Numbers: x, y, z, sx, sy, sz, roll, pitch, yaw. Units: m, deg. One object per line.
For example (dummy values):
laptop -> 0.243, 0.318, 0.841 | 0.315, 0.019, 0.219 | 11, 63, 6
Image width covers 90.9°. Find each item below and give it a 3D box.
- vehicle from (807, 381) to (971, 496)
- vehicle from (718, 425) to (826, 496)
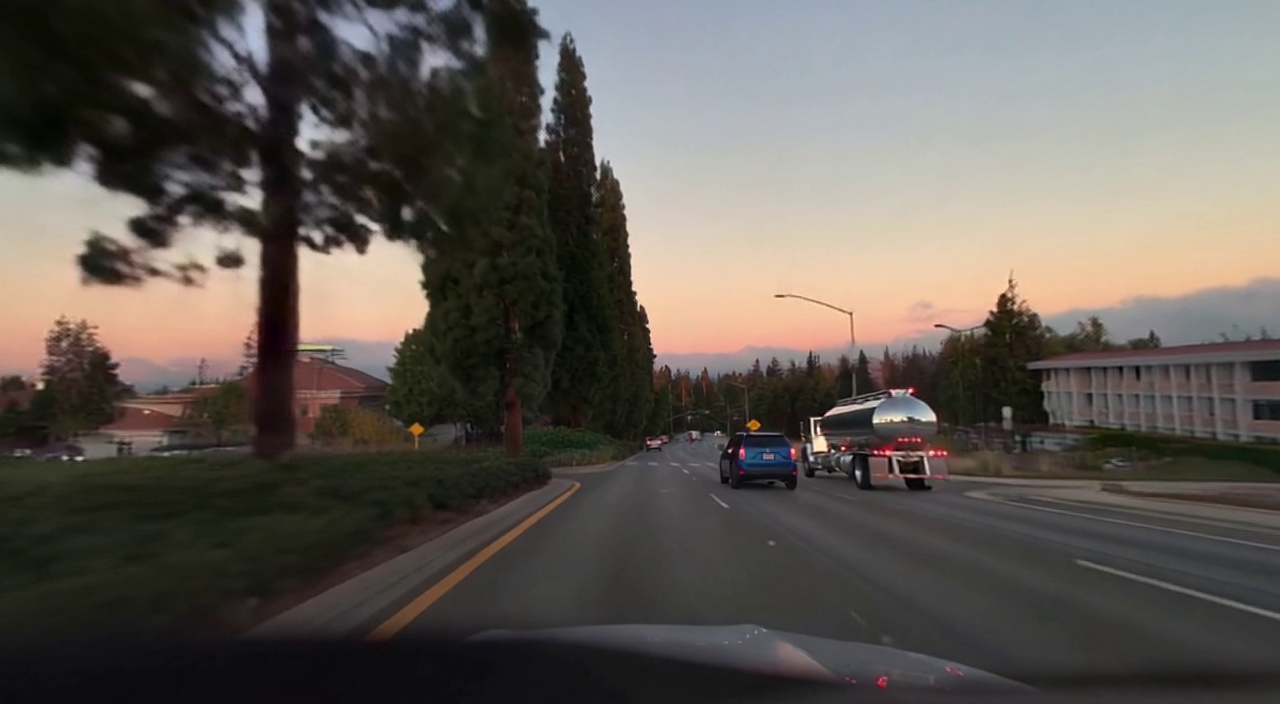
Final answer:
vehicle -> 7.837, 2.863, 20.917 | 2.849, 3.207, 6.275 | 0, -8, 0
vehicle -> 3.528, 2.991, 17.805 | 2.045, 1.729, 4.532 | 0, -8, 0
